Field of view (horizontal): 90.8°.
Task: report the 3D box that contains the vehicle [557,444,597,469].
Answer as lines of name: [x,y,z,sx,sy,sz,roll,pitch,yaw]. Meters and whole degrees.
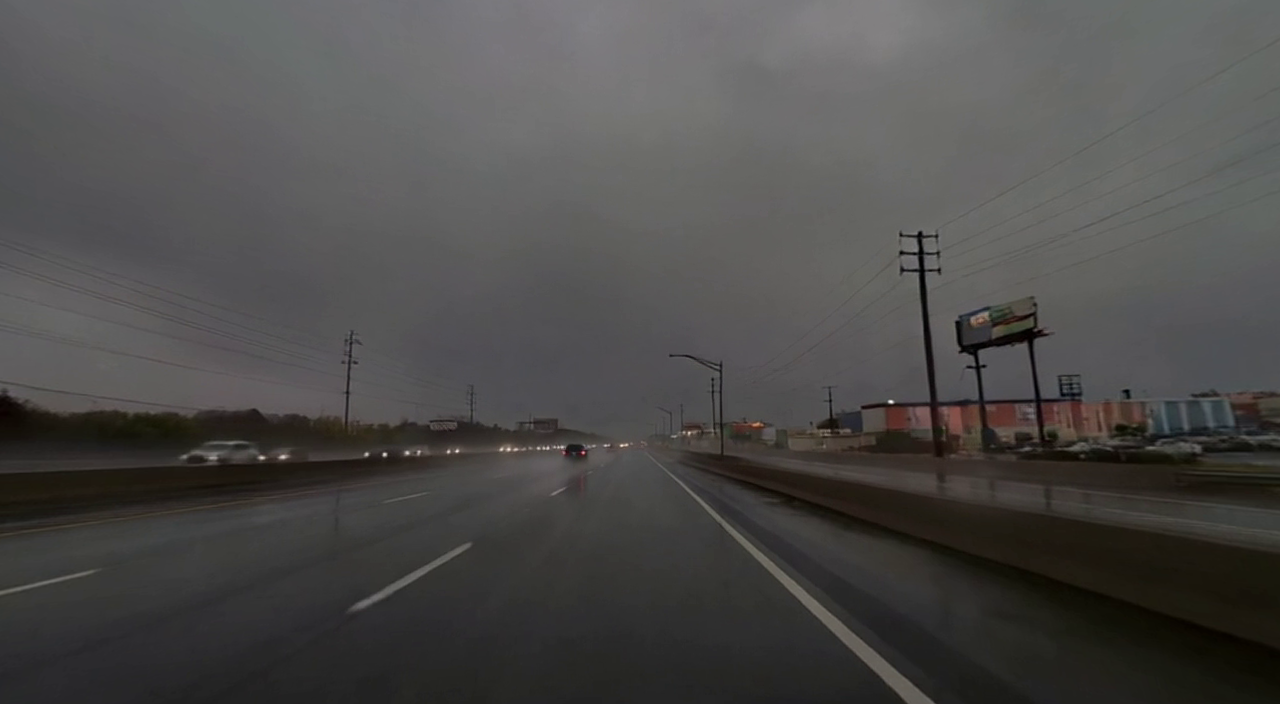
vehicle: [-3.874,6.471,39.400,1.940,1.479,4.545,0,-9,1]

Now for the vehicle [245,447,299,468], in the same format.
vehicle: [-28.644,8.229,49.304,1.786,1.557,3.981,0,-9,1]

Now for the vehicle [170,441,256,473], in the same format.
vehicle: [-25.445,6.258,37.895,1.857,1.789,4.628,0,-9,0]
